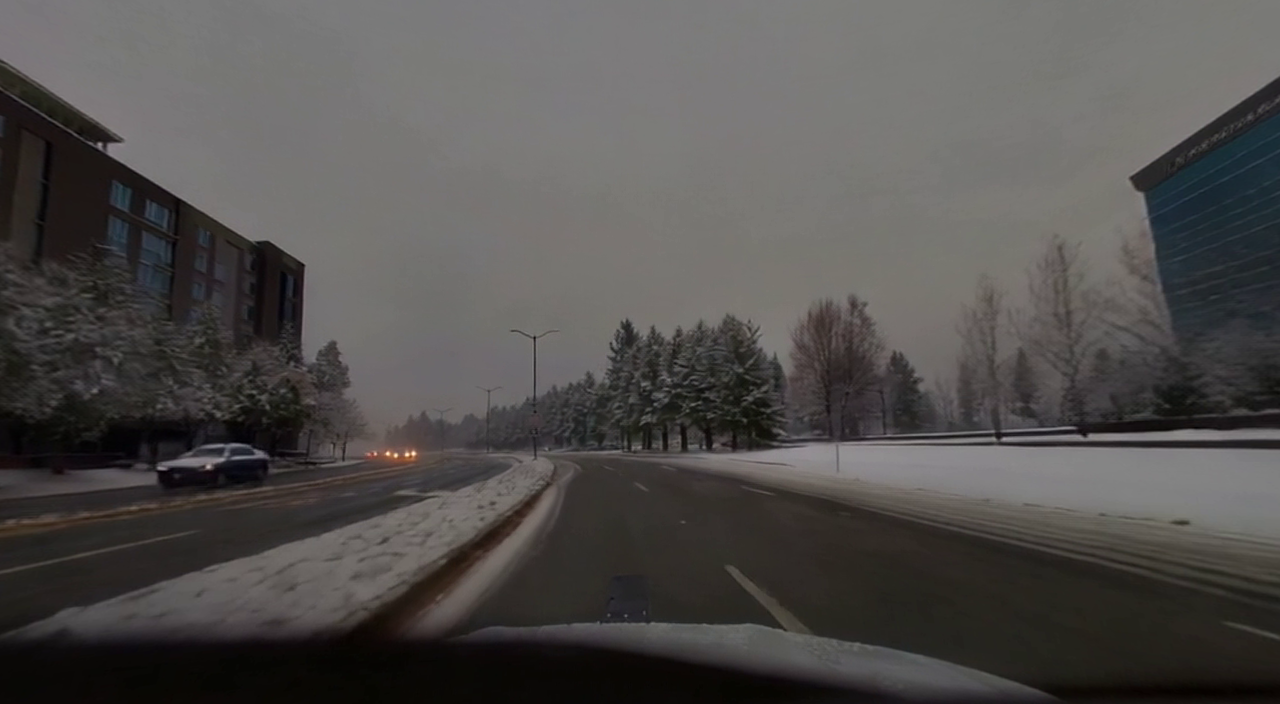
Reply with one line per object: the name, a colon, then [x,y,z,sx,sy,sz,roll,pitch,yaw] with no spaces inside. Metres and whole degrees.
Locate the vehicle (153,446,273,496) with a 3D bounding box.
vehicle: [-17.037,4.716,25.485,2.091,1.809,4.550,1,-9,-7]
